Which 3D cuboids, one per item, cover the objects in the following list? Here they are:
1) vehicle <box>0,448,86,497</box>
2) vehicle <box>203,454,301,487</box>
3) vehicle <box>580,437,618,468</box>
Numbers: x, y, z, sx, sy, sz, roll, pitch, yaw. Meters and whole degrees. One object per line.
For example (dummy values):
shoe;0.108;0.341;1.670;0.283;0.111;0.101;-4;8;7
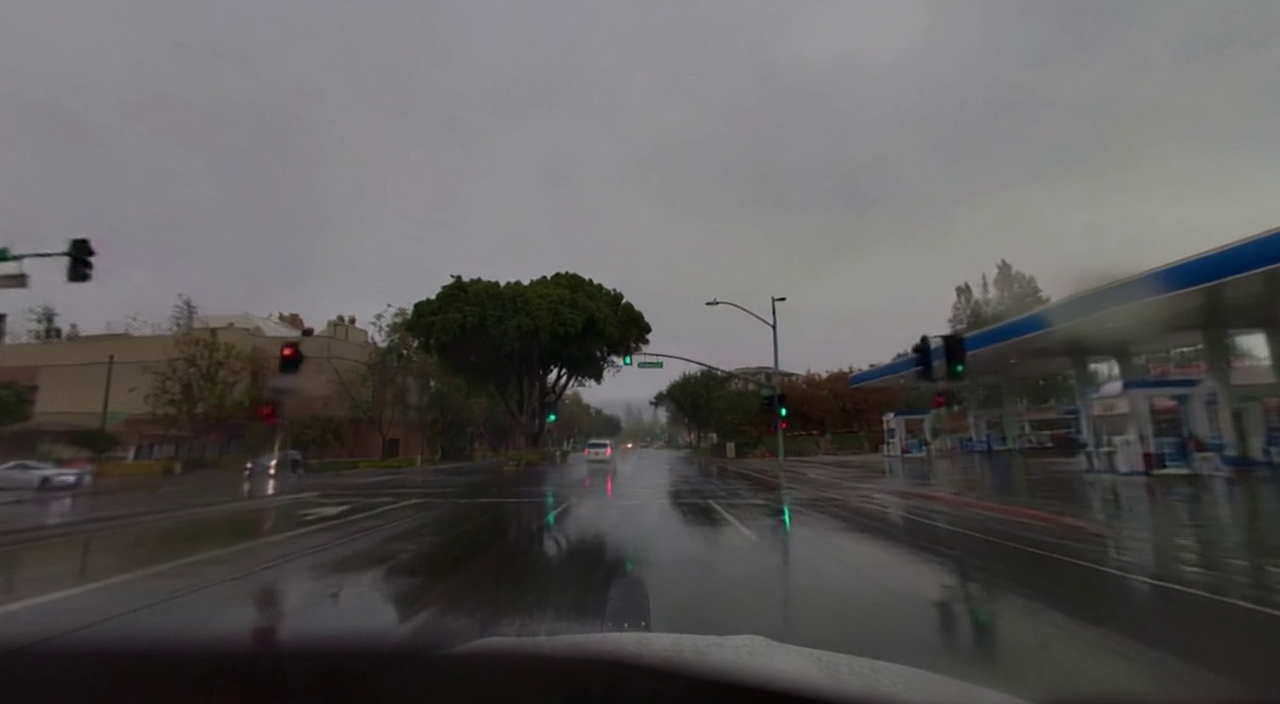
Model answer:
vehicle;-28.221;5.460;28.387;4.597;1.952;2.040;-3;-7;-1
vehicle;-22.765;6.955;37.183;1.988;1.717;4.403;-6;-10;28
vehicle;-2.440;6.136;38.519;2.011;1.756;4.478;0;-9;1
